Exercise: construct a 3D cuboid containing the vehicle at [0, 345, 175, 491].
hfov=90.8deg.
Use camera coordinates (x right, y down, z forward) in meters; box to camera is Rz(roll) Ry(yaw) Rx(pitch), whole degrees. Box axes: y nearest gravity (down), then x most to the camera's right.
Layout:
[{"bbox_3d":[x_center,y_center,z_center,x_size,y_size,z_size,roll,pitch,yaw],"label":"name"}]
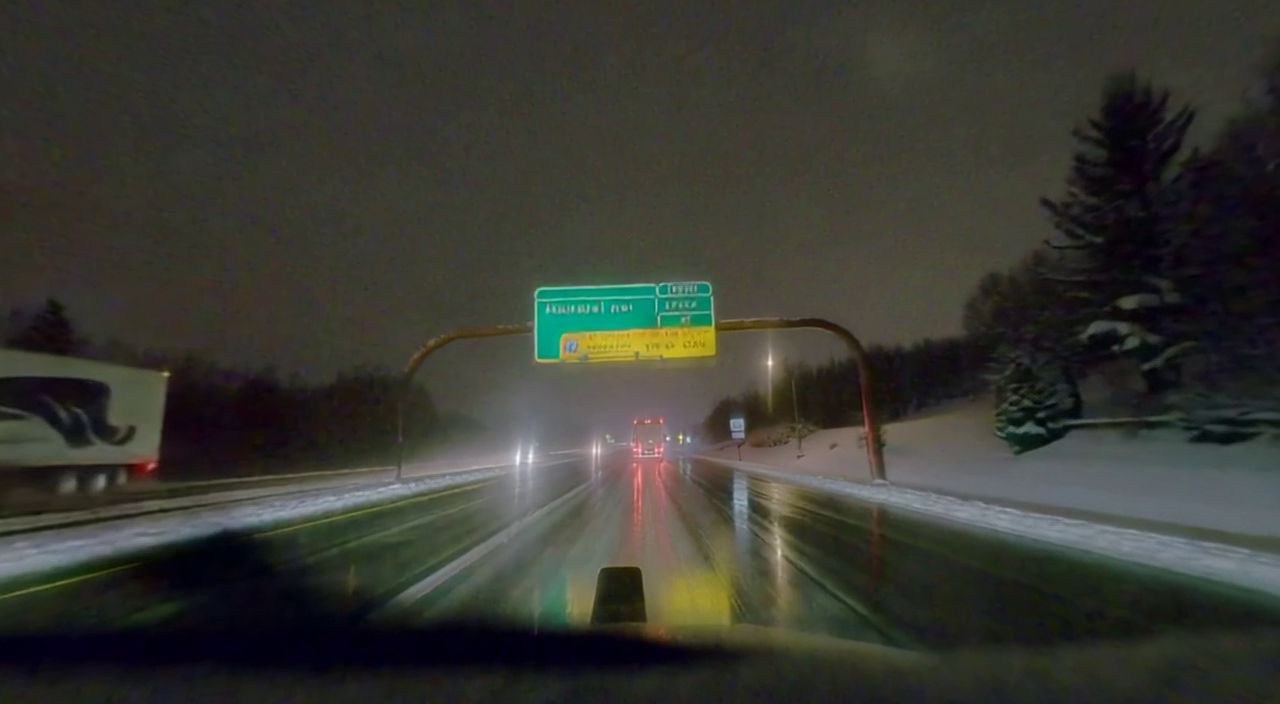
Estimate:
[{"bbox_3d":[-18.018,1.852,17.319,3.010,3.718,9.772,0,-8,0],"label":"vehicle"}]
